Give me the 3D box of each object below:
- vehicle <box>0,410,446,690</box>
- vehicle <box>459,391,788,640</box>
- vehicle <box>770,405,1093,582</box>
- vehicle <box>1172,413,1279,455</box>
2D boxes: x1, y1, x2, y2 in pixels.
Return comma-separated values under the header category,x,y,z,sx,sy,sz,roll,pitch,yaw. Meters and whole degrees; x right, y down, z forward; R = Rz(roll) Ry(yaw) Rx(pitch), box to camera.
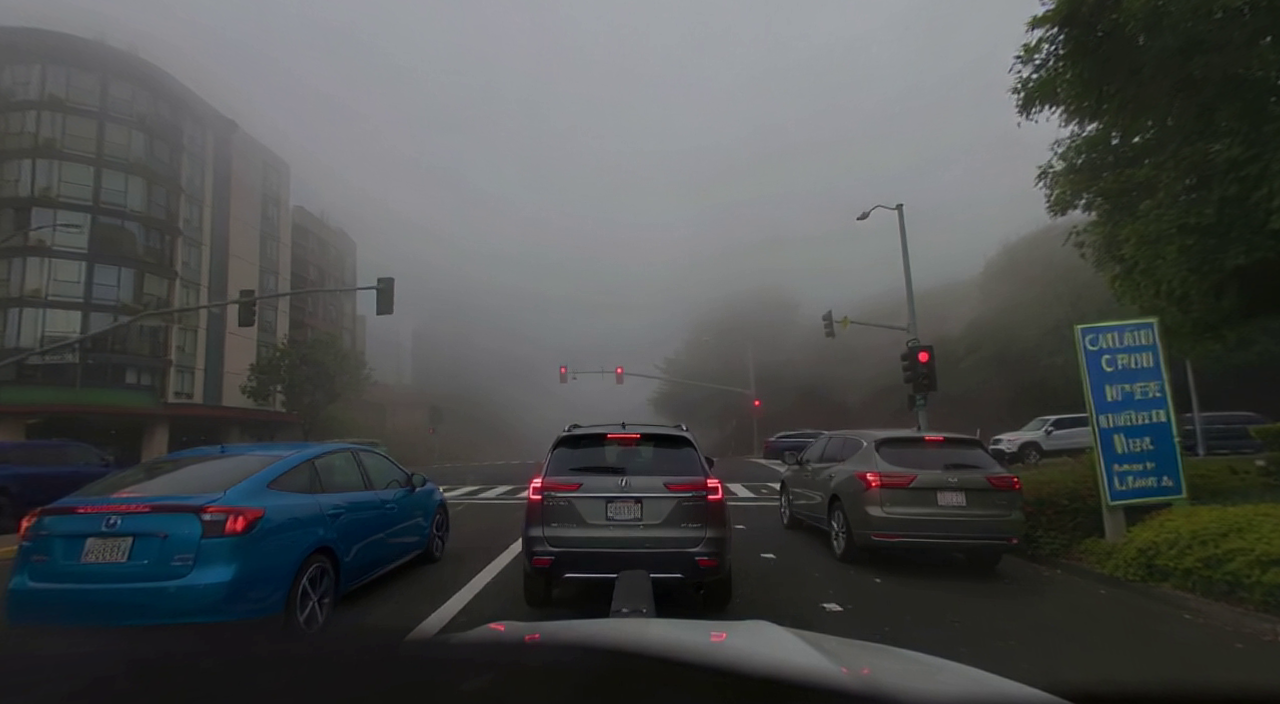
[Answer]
category,x,y,z,sx,sy,sz,roll,pitch,yaw
vehicle,-3.547,1.425,5.828,1.906,1.524,4.547,0,-8,2
vehicle,-0.128,1.408,6.432,2.195,1.662,4.262,0,-8,-1
vehicle,3.211,1.665,8.246,2.004,1.646,4.554,0,-8,-1
vehicle,29.632,4.098,31.308,4.583,2.019,2.147,1,-9,-7
